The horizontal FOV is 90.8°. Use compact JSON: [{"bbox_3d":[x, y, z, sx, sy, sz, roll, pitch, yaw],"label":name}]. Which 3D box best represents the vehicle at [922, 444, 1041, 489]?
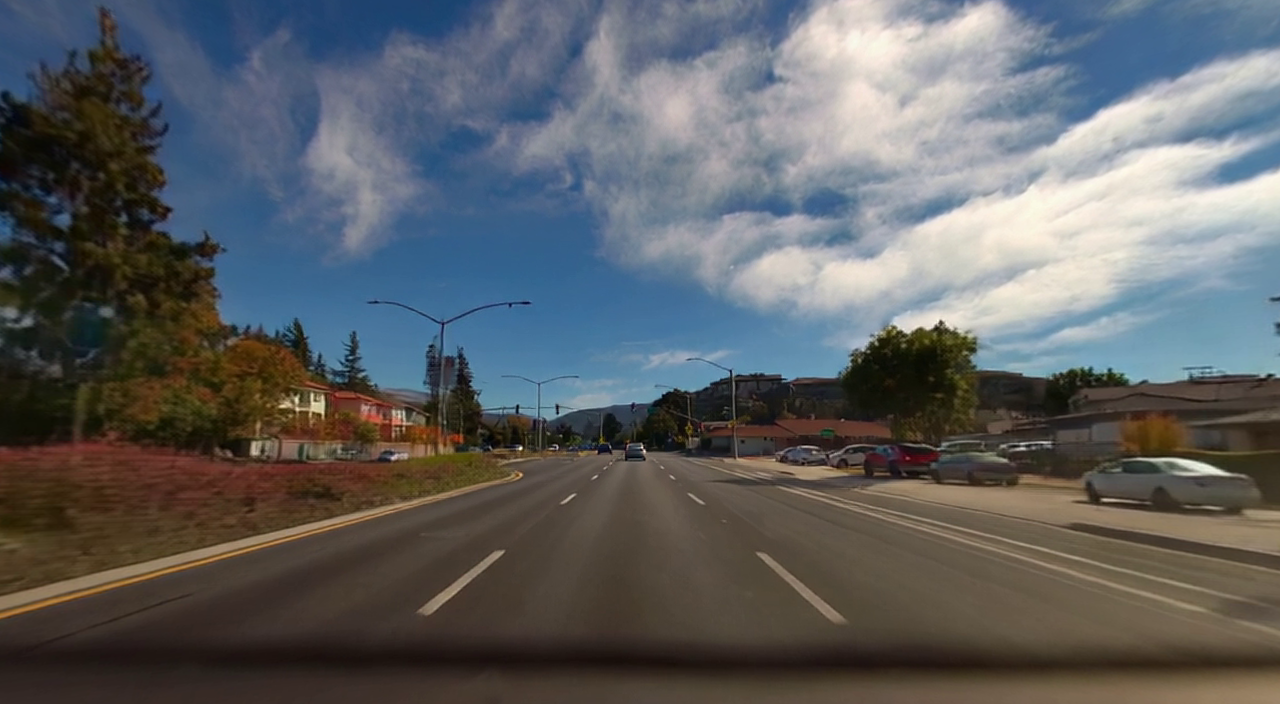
[{"bbox_3d":[12.381,4.204,23.320,1.836,1.448,4.624,-1,-9,1],"label":"vehicle"}]

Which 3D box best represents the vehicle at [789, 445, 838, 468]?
[{"bbox_3d":[12.296,7.409,45.008,2.128,1.467,4.987,0,-9,1],"label":"vehicle"}]

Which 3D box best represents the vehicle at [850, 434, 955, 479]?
[{"bbox_3d":[12.557,5.115,30.835,2.386,1.919,6.109,-1,-10,-1],"label":"vehicle"}]

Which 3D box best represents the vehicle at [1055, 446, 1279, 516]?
[{"bbox_3d":[12.745,3.051,15.578,1.916,1.452,4.651,0,-9,1],"label":"vehicle"}]
